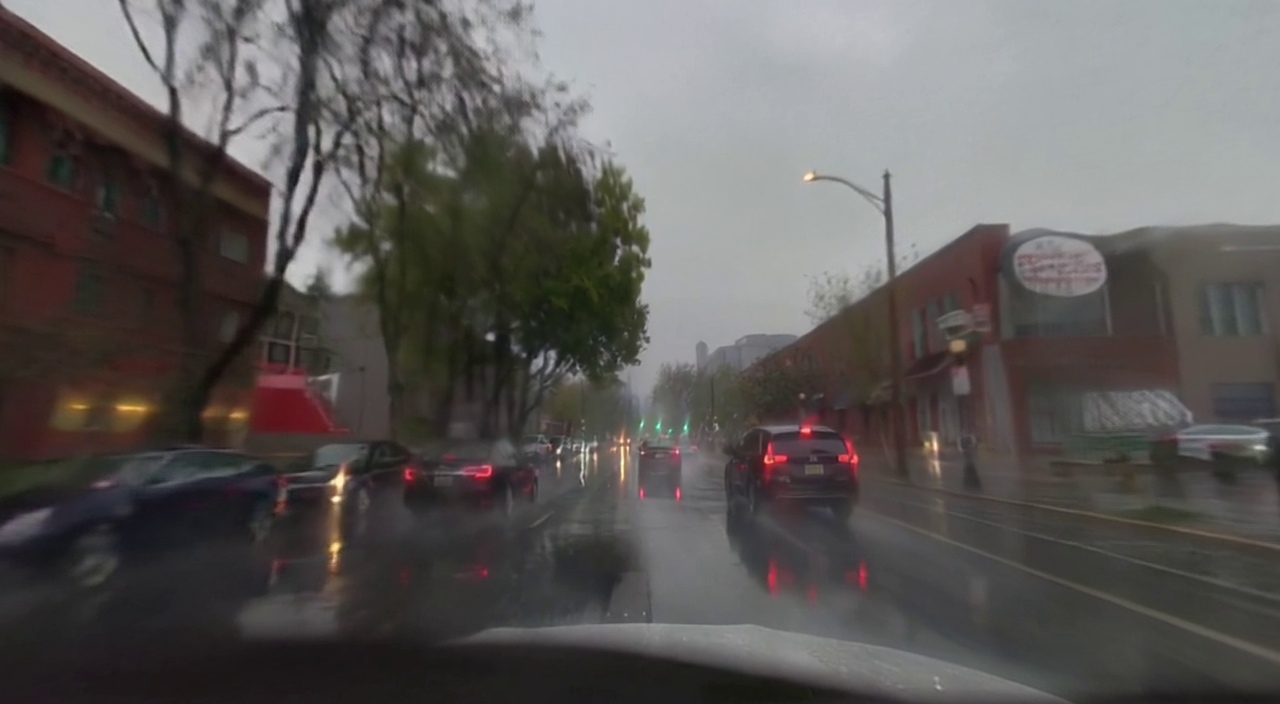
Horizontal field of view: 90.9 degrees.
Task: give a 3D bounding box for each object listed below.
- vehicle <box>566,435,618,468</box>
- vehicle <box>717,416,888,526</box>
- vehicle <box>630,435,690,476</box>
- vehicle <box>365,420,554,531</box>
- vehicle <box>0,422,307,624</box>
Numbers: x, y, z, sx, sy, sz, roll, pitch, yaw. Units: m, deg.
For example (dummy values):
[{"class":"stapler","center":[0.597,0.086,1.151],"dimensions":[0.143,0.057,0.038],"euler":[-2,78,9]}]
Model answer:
[{"class":"vehicle","center":[-2.305,4.893,31.421],"dimensions":[2.019,1.507,4.643],"euler":[0,-8,2]},{"class":"vehicle","center":[2.805,2.152,12.080],"dimensions":[2.094,1.709,4.394],"euler":[0,-8,0]},{"class":"vehicle","center":[0.741,3.988,24.656],"dimensions":[2.139,1.466,4.373],"euler":[0,-8,1]},{"class":"vehicle","center":[-2.941,2.087,11.318],"dimensions":[2.085,1.619,3.976],"euler":[0,-8,2]},{"class":"vehicle","center":[-5.798,1.593,6.981],"dimensions":[1.869,1.516,4.351],"euler":[0,-8,0]}]
